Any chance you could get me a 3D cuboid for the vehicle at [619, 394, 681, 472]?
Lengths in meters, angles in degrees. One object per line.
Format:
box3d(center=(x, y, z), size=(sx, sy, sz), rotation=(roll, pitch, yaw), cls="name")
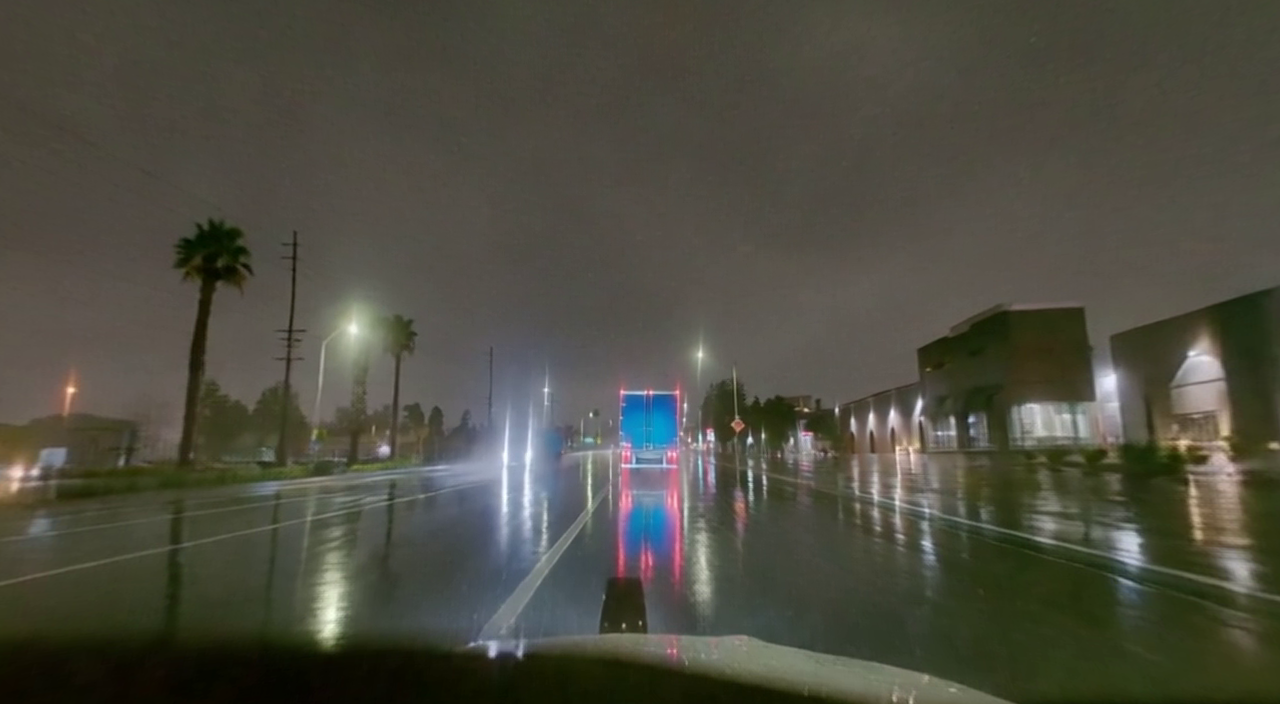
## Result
box3d(center=(0.324, 4.992, 37.723), size=(2.992, 3.949, 11.815), rotation=(0, -9, -2), cls="vehicle")
